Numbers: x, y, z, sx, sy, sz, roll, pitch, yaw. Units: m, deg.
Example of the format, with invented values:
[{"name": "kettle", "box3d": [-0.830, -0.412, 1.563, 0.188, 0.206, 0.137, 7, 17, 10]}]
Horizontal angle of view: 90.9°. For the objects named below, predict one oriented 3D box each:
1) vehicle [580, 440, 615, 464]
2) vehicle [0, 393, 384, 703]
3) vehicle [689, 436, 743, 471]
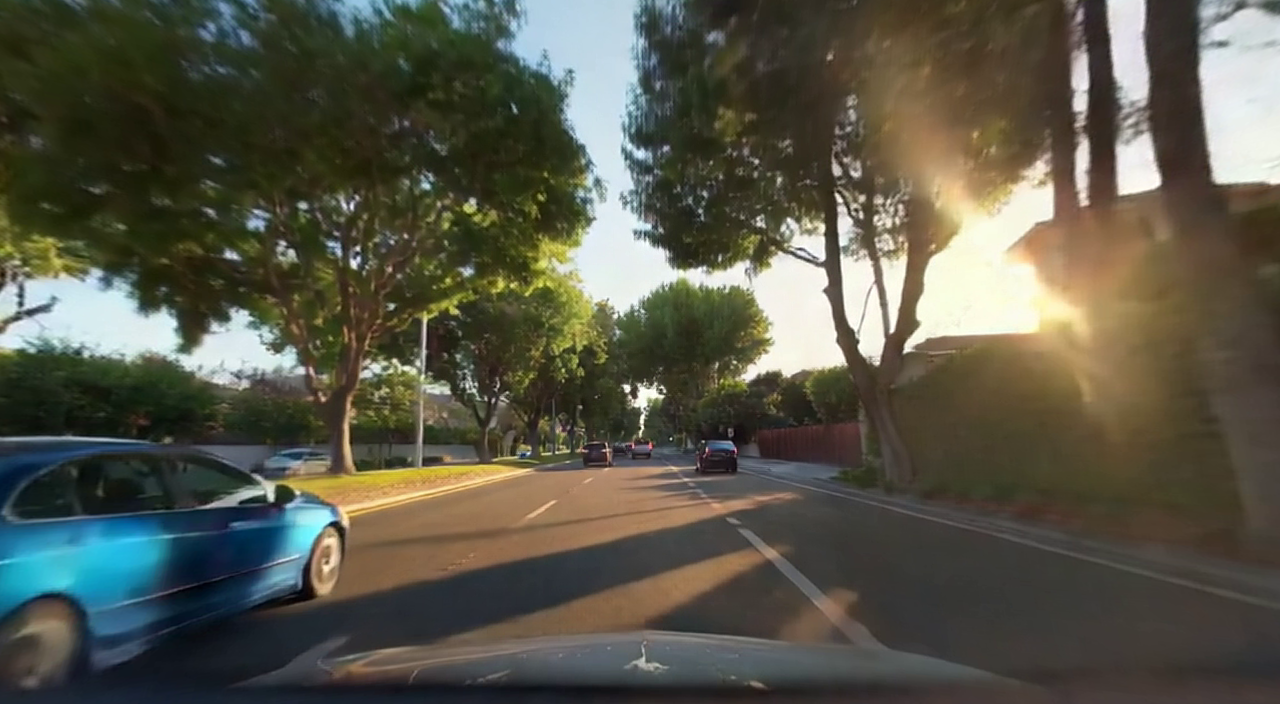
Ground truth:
[{"name": "vehicle", "box3d": [-2.847, 6.767, 42.753, 1.940, 1.473, 4.133, 0, -8, 2]}, {"name": "vehicle", "box3d": [-3.569, 1.074, 3.518, 2.091, 1.503, 4.989, 0, -8, 1]}, {"name": "vehicle", "box3d": [3.854, 5.232, 32.705, 2.182, 1.688, 4.187, 0, -8, -1]}]
